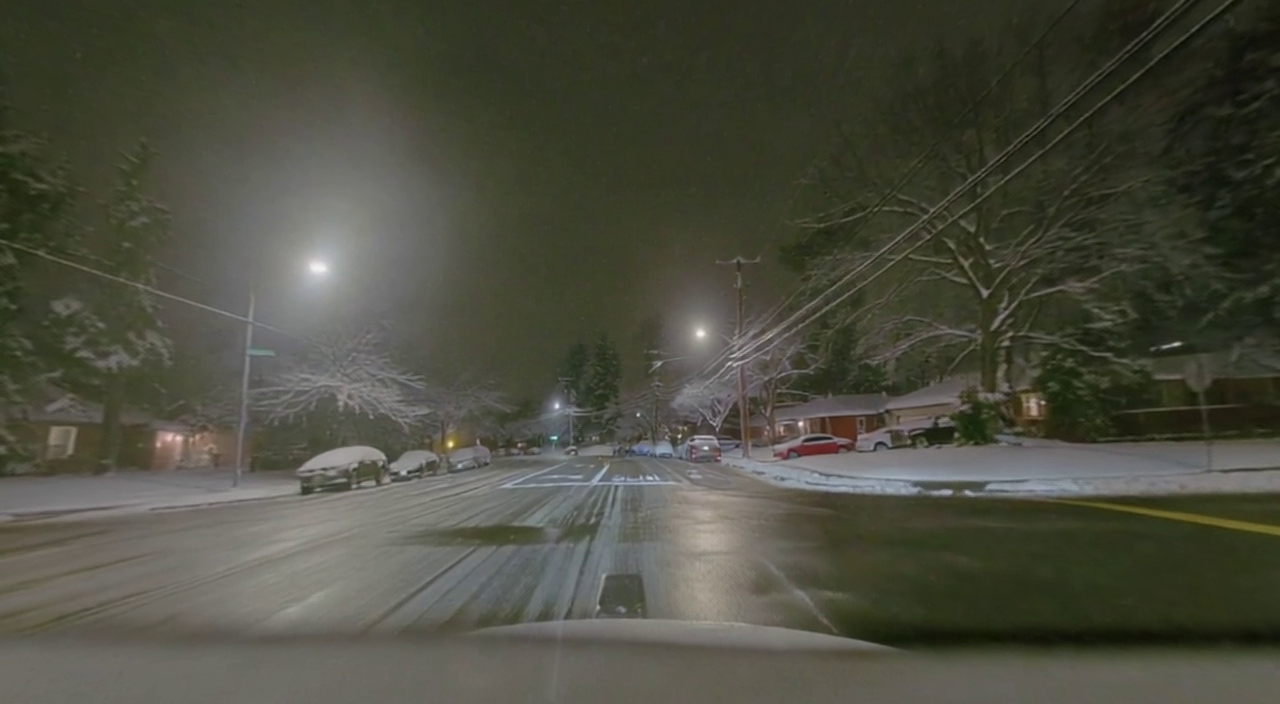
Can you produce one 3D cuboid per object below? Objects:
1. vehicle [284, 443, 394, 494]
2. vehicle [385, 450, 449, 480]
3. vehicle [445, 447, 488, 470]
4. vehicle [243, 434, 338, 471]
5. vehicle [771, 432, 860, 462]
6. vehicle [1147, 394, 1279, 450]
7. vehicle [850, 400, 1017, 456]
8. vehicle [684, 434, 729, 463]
[{"bbox_3d":[-11.525,4.449,24.592,2.037,1.755,4.434,0,-8,0],"label":"vehicle"},{"bbox_3d":[-11.517,5.846,32.960,1.948,1.410,4.361,0,-9,-3],"label":"vehicle"},{"bbox_3d":[-12.105,7.429,44.348,2.012,1.478,4.661,1,-9,-4],"label":"vehicle"},{"bbox_3d":[-21.513,6.154,38.946,4.828,2.134,2.187,-2,-9,16],"label":"vehicle"},{"bbox_3d":[10.124,5.535,36.674,4.512,1.477,1.927,-2,-9,-3],"label":"vehicle"},{"bbox_3d":[22.577,2.682,23.962,4.831,2.013,2.082,0,-9,-2],"label":"vehicle"},{"bbox_3d":[12.892,3.510,28.125,6.244,2.050,2.209,-9,-13,37],"label":"vehicle"},{"bbox_3d":[4.330,6.389,41.893,2.184,1.770,4.651,1,-9,-4],"label":"vehicle"}]
